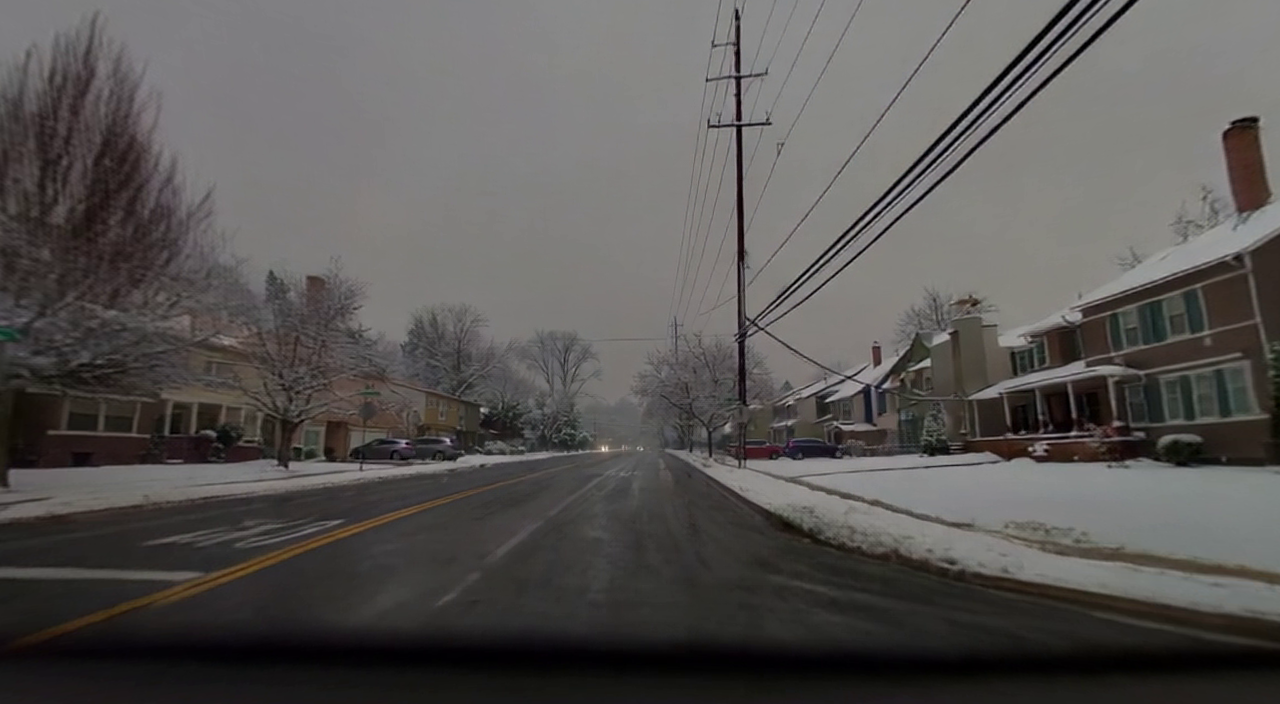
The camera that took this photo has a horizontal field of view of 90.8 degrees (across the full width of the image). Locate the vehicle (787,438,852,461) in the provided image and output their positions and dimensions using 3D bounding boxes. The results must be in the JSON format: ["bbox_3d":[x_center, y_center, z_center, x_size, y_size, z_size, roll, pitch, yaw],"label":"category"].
[{"bbox_3d":[12.930,7.051,45.726,4.122,1.610,1.888,-1,-7,2],"label":"vehicle"}]

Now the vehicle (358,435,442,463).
[{"bbox_3d":[-15.198,6.139,40.137,4.500,1.714,1.924,-1,-9,7],"label":"vehicle"}]
